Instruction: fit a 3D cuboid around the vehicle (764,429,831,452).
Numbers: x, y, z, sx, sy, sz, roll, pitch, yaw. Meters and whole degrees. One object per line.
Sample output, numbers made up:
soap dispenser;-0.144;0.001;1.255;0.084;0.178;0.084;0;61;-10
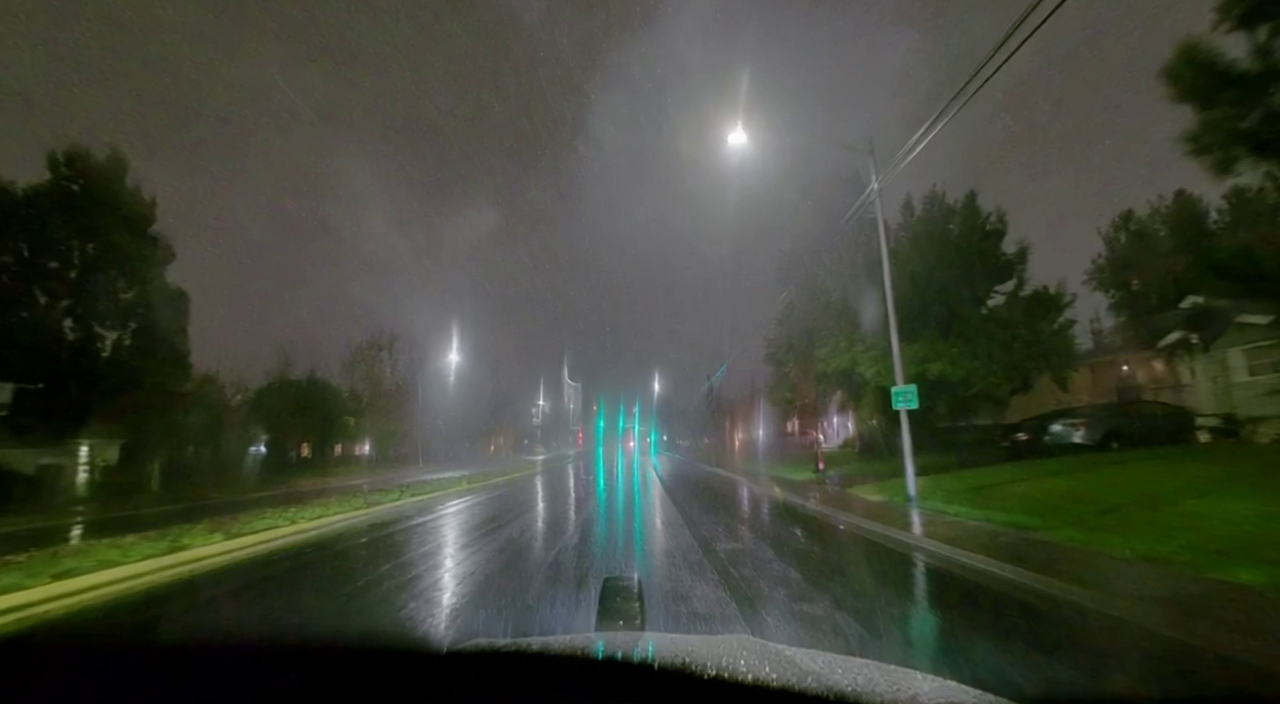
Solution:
vehicle;11.817;6.688;47.549;4.545;1.680;2.001;-1;-8;4
